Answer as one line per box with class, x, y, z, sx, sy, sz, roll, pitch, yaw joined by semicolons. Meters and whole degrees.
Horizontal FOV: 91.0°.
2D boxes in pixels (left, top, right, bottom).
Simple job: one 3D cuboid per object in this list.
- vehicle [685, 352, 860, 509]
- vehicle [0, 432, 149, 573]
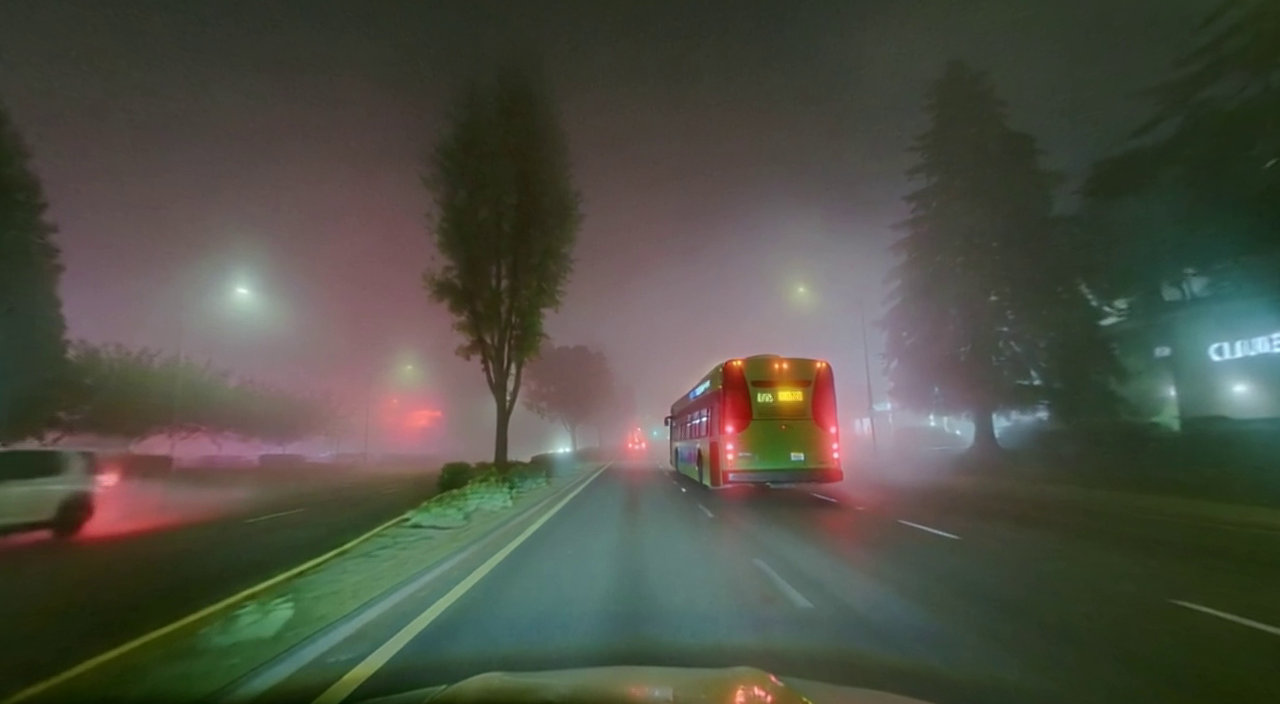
vehicle;3.110;2.313;17.965;2.766;3.306;9.281;0;-8;-1
vehicle;-8.661;1.798;7.558;2.170;1.657;4.327;0;-8;-4
